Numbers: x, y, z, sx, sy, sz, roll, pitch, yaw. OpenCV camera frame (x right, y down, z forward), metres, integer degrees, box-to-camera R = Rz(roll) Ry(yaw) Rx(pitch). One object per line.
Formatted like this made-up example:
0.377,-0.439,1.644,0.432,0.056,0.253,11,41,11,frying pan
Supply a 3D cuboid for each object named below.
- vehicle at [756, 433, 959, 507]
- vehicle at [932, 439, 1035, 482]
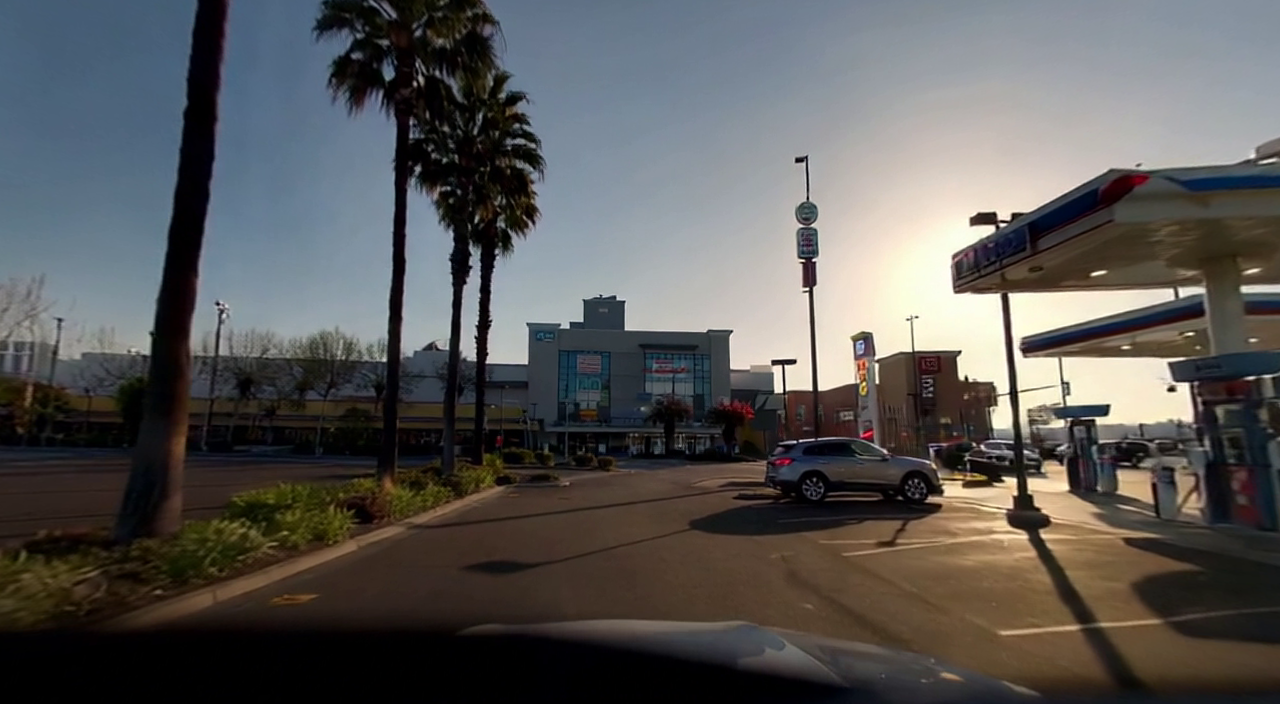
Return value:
5.642,3.112,16.878,4.560,1.818,2.148,0,-9,-2,vehicle
16.186,5.125,30.090,2.028,1.850,4.731,0,-9,-3,vehicle
